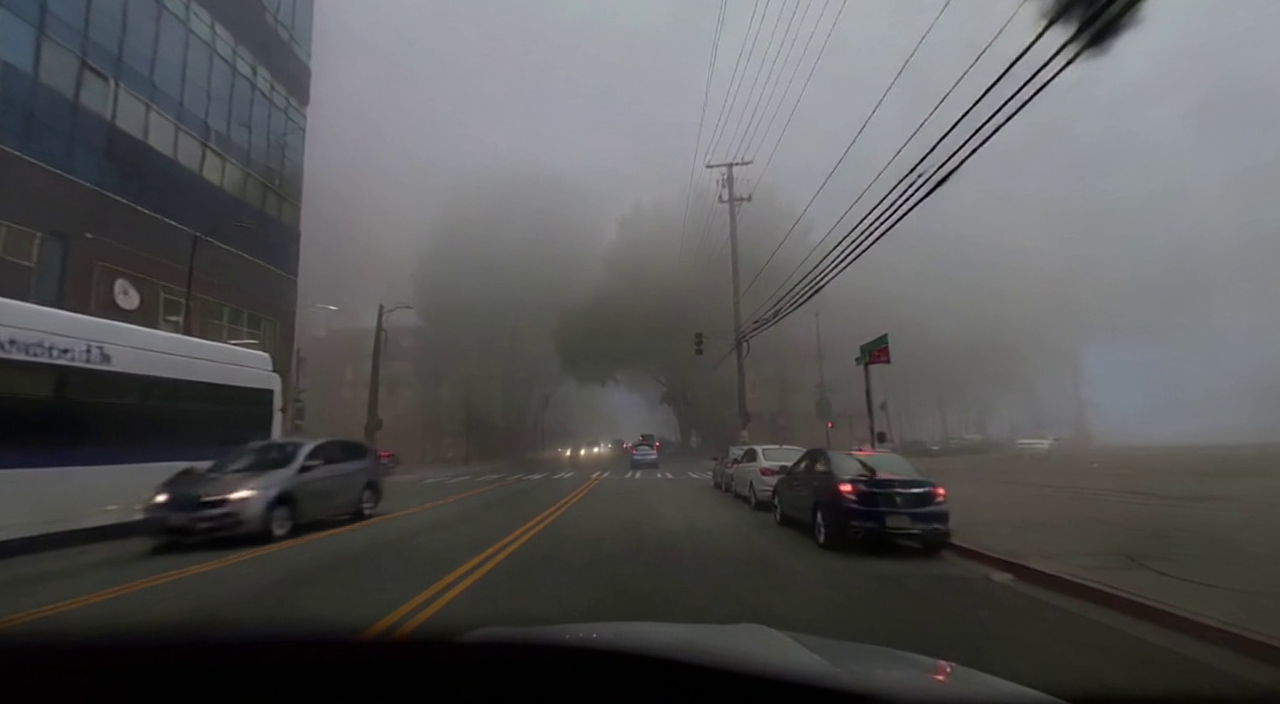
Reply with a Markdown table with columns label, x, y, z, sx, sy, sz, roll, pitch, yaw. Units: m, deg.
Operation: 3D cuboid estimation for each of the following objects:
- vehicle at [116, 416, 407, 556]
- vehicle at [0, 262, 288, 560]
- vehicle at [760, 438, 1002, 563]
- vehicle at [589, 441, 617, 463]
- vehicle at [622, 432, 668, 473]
| label | x | y | z | sx | sy | sz | roll | pitch | yaw |
| --- | --- | --- | --- | --- | --- | --- | --- | --- | --- |
| vehicle | -5.588 | 2.009 | 10.151 | 2.050 | 1.763 | 4.119 | 0 | -8 | 1 |
| vehicle | -9.398 | 0.655 | 7.186 | 3.022 | 3.627 | 13.129 | -1 | -9 | 1 |
| vehicle | 3.318 | 2.121 | 9.869 | 2.018 | 1.474 | 4.524 | 0 | -8 | 0 |
| vehicle | -2.853 | 7.785 | 49.320 | 2.026 | 1.616 | 4.109 | 1 | -8 | -1 |
| vehicle | 0.306 | 5.025 | 31.642 | 2.127 | 1.893 | 4.194 | 0 | -8 | 2 |
